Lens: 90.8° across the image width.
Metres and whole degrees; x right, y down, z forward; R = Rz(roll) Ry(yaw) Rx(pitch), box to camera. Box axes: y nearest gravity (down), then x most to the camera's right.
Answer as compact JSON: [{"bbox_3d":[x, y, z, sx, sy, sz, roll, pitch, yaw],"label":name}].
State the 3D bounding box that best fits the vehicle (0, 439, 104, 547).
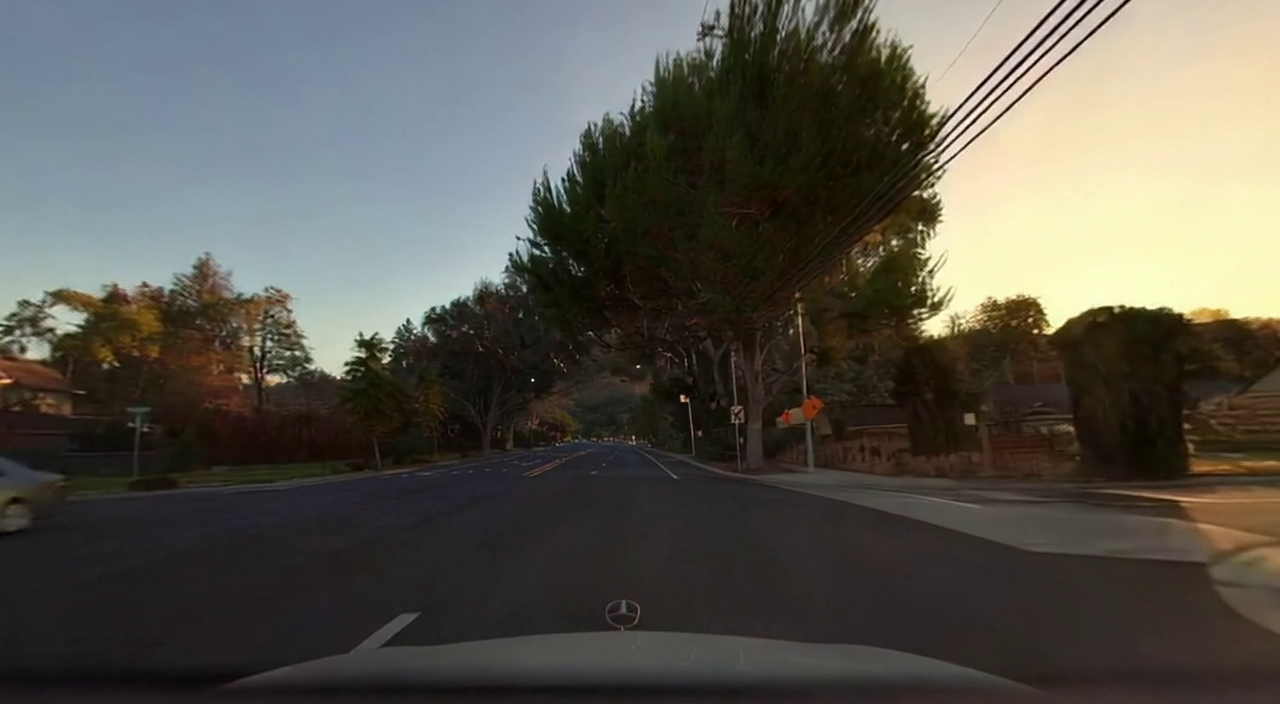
[{"bbox_3d":[-11.032,2.129,9.375,2.072,1.680,4.705,0,-9,-1],"label":"vehicle"}]
